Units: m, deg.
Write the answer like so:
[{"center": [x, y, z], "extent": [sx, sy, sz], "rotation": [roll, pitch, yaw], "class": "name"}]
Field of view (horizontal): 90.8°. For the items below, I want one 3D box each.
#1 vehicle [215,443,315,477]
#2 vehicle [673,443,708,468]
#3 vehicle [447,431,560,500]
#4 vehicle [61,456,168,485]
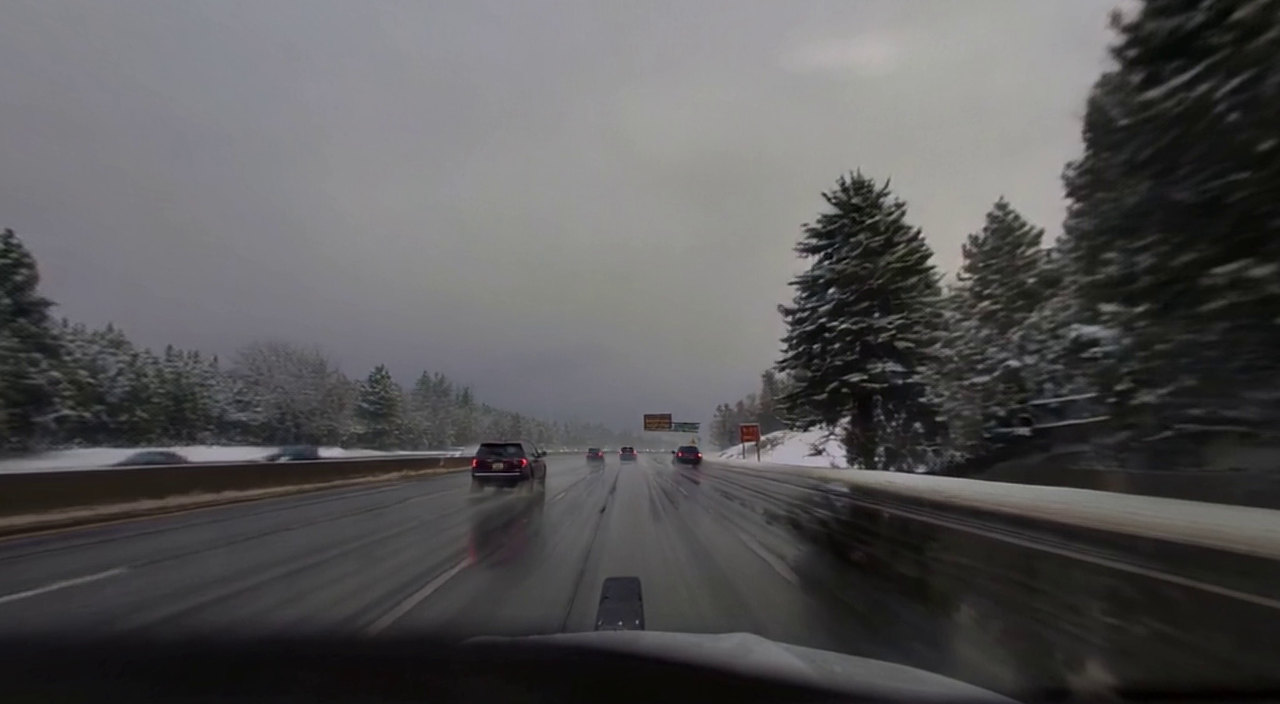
[{"center": [-21.810, 6.282, 37.115], "extent": [2.154, 1.819, 6.021], "rotation": [0, -9, 0], "class": "vehicle"}, {"center": [3.693, 7.661, 46.984], "extent": [2.164, 1.788, 4.500], "rotation": [0, -9, -2], "class": "vehicle"}, {"center": [-3.693, 3.190, 18.099], "extent": [2.166, 1.700, 4.661], "rotation": [0, -9, 0], "class": "vehicle"}, {"center": [-29.248, 6.571, 35.374], "extent": [1.842, 1.438, 4.842], "rotation": [0, -9, 0], "class": "vehicle"}]
